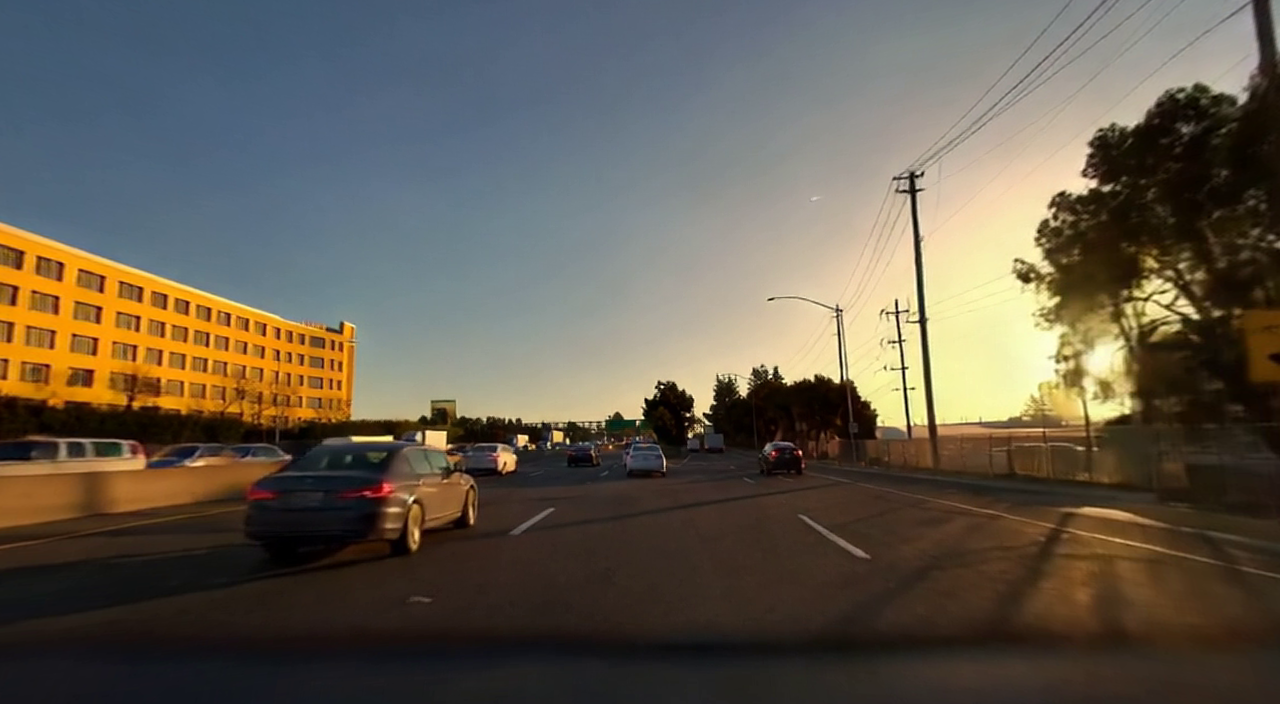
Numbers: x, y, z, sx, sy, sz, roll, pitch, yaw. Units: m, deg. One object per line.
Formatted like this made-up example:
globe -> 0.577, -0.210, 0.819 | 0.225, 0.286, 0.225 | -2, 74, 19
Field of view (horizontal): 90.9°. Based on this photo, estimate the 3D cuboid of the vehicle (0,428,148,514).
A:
vehicle -> -12.874, 2.384, 12.835 | 1.988, 1.576, 4.561 | -1, -8, 0

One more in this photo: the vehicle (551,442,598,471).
vehicle -> -3.510, 5.680, 34.634 | 2.034, 1.466, 4.363 | -1, -8, 2

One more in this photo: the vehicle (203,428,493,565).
vehicle -> -3.827, 1.957, 9.457 | 2.059, 1.508, 4.662 | -1, -8, 1

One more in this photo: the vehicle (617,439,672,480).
vehicle -> 0.155, 4.424, 26.278 | 2.107, 1.538, 3.999 | 0, -8, 0

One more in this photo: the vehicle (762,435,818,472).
vehicle -> 7.822, 5.318, 33.331 | 2.106, 1.817, 4.845 | -1, -8, 4
